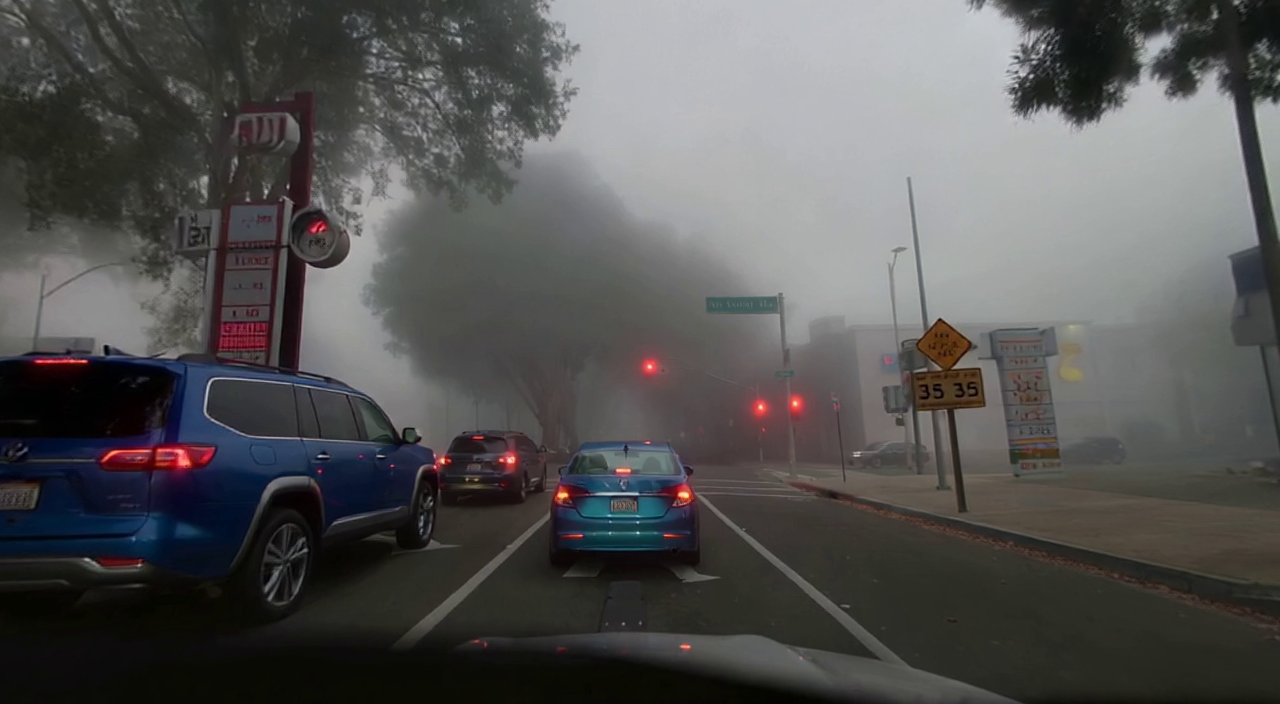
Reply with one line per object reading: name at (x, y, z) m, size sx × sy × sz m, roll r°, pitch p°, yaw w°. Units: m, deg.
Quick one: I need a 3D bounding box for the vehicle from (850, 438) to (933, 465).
vehicle at (14.224, 5.671, 35.704) m, size 3.924 × 1.447 × 2.039 m, roll -2°, pitch -9°, yaw 9°

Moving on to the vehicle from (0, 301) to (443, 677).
vehicle at (-3.831, 1.120, 6.124) m, size 2.152 × 2.118 × 5.066 m, roll 0°, pitch -8°, yaw 0°

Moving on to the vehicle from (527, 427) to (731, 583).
vehicle at (-0.147, 1.784, 8.198) m, size 1.966 × 1.481 × 4.146 m, roll 0°, pitch -8°, yaw -1°

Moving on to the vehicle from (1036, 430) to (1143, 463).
vehicle at (24.455, 5.181, 34.326) m, size 4.116 × 1.719 × 2.069 m, roll -2°, pitch -9°, yaw 13°

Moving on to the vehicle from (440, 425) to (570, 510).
vehicle at (-2.927, 2.603, 14.611) m, size 2.047 × 1.664 × 4.148 m, roll 0°, pitch -8°, yaw 1°
